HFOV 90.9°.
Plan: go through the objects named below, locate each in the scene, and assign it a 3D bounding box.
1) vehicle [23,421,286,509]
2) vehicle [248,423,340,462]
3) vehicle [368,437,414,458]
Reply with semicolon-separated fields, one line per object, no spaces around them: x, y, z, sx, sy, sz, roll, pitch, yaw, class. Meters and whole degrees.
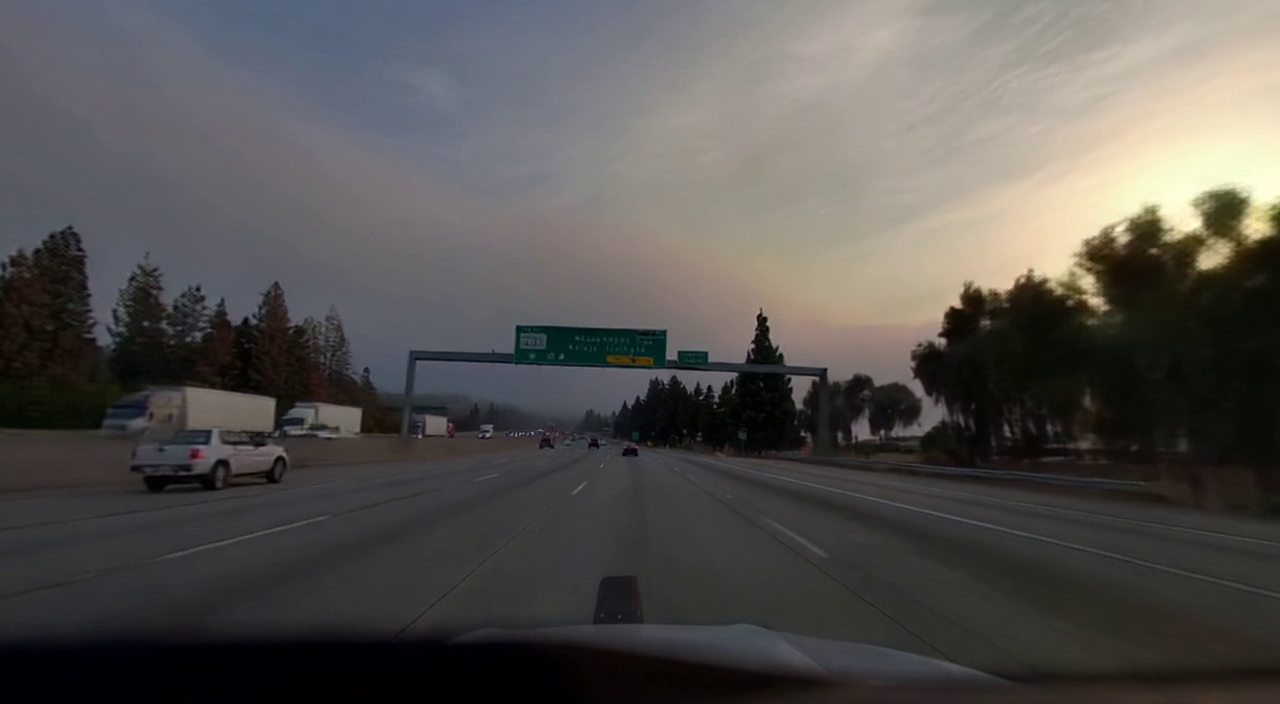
-10.549;2.471;14.380;2.197;1.654;4.823;0;-8;-1;vehicle
-17.696;4.654;32.588;2.177;1.876;4.674;0;-8;-1;vehicle
-18.221;6.959;46.305;1.830;1.457;3.972;0;-8;-1;vehicle
